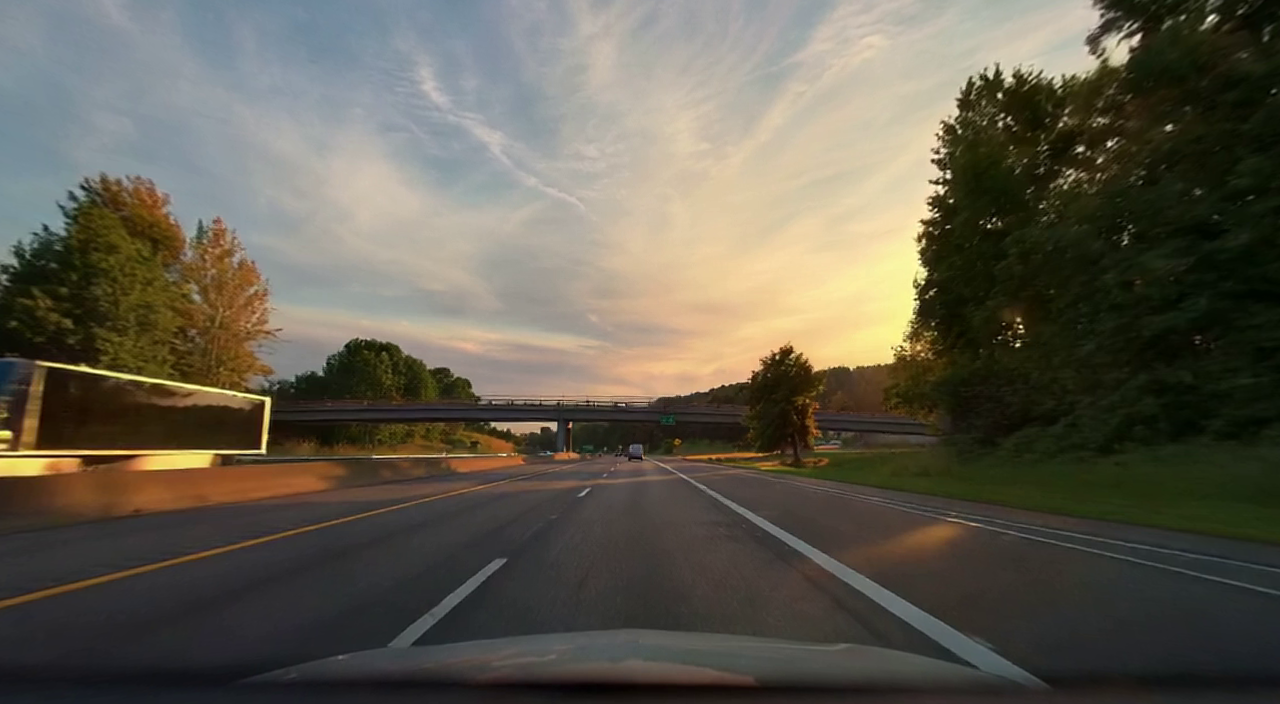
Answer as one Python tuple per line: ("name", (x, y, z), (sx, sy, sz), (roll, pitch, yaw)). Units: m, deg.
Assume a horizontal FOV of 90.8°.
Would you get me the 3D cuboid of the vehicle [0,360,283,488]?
("vehicle", (-21.121, 3.400, 27.411), (2.884, 4.099, 14.439), (0, -9, -1))
